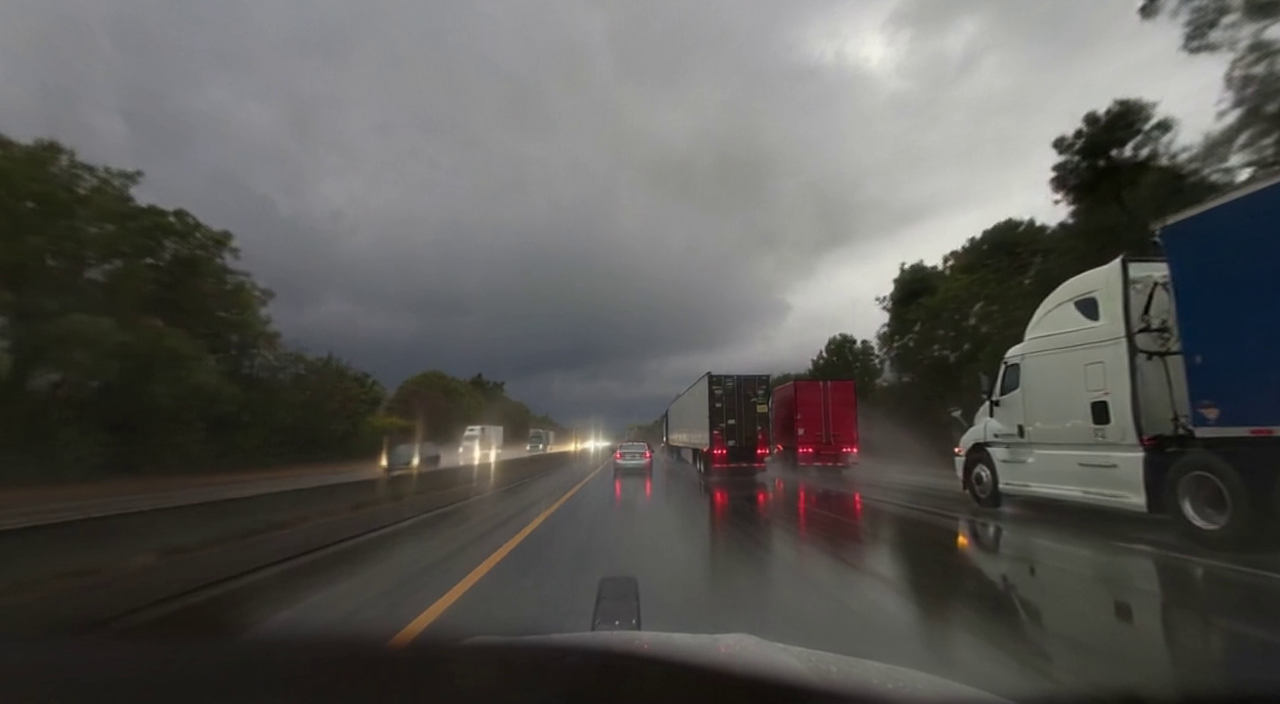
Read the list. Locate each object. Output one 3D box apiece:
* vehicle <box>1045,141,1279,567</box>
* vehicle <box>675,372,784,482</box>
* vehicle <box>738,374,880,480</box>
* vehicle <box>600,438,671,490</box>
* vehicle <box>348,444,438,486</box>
[{"bbox_3d":[8.160,-0.483,2.737,3.110,4.308,14.260,0,-8,-1],"label":"vehicle"},{"bbox_3d":[3.745,3.753,30.786,2.888,4.099,14.183,0,-8,-2],"label":"vehicle"},{"bbox_3d":[7.692,3.852,31.680,2.876,4.111,14.145,0,-8,-2],"label":"vehicle"},{"bbox_3d":[-0.184,3.500,20.217,2.038,1.477,3.773,0,-8,-2],"label":"vehicle"},{"bbox_3d":[-9.776,4.466,25.305,1.890,1.468,4.193,0,-8,0],"label":"vehicle"}]
